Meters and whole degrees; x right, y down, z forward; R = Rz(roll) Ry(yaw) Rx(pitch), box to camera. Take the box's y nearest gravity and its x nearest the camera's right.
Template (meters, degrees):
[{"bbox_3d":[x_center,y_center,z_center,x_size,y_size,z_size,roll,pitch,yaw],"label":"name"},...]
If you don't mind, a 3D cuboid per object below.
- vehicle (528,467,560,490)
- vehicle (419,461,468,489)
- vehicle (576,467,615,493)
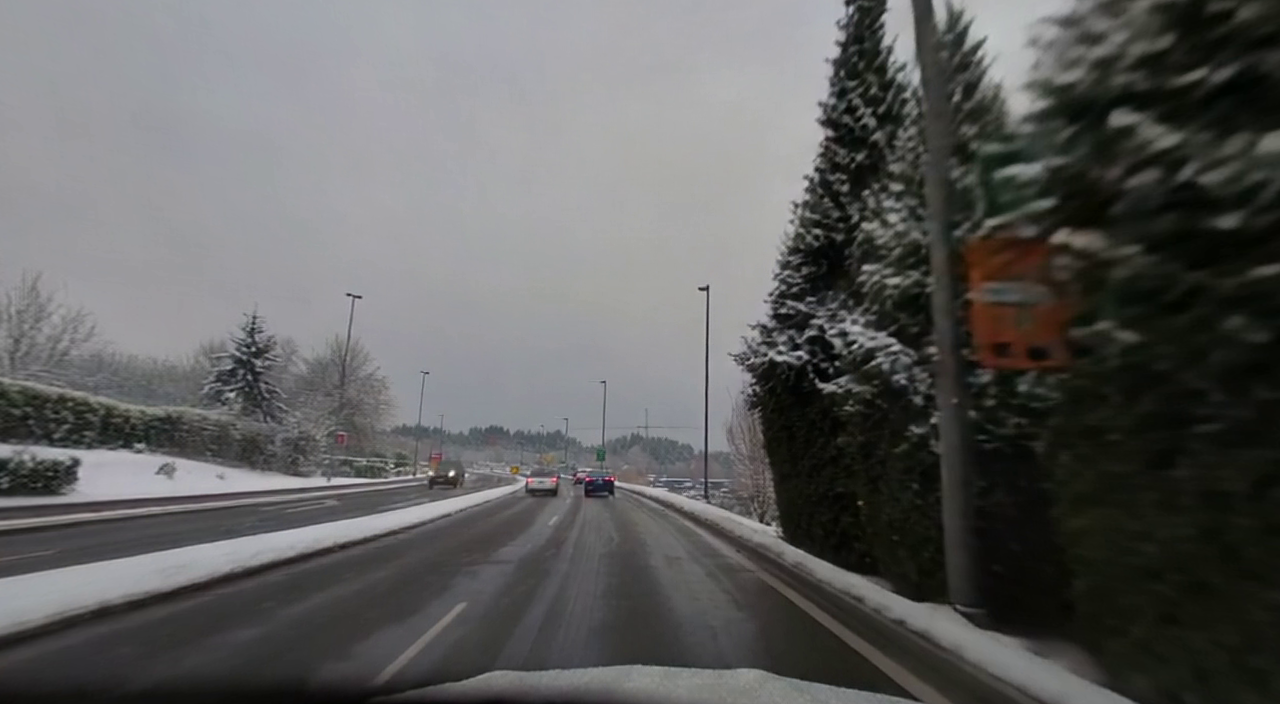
[{"bbox_3d":[-6.760,8.929,44.682,2.030,1.441,4.806,2,-11,-7],"label":"vehicle"},{"bbox_3d":[-12.812,8.069,41.356,2.183,1.665,4.498,2,-11,-7],"label":"vehicle"},{"bbox_3d":[-2.852,7.978,39.349,2.129,1.471,4.258,2,-11,-7],"label":"vehicle"}]
